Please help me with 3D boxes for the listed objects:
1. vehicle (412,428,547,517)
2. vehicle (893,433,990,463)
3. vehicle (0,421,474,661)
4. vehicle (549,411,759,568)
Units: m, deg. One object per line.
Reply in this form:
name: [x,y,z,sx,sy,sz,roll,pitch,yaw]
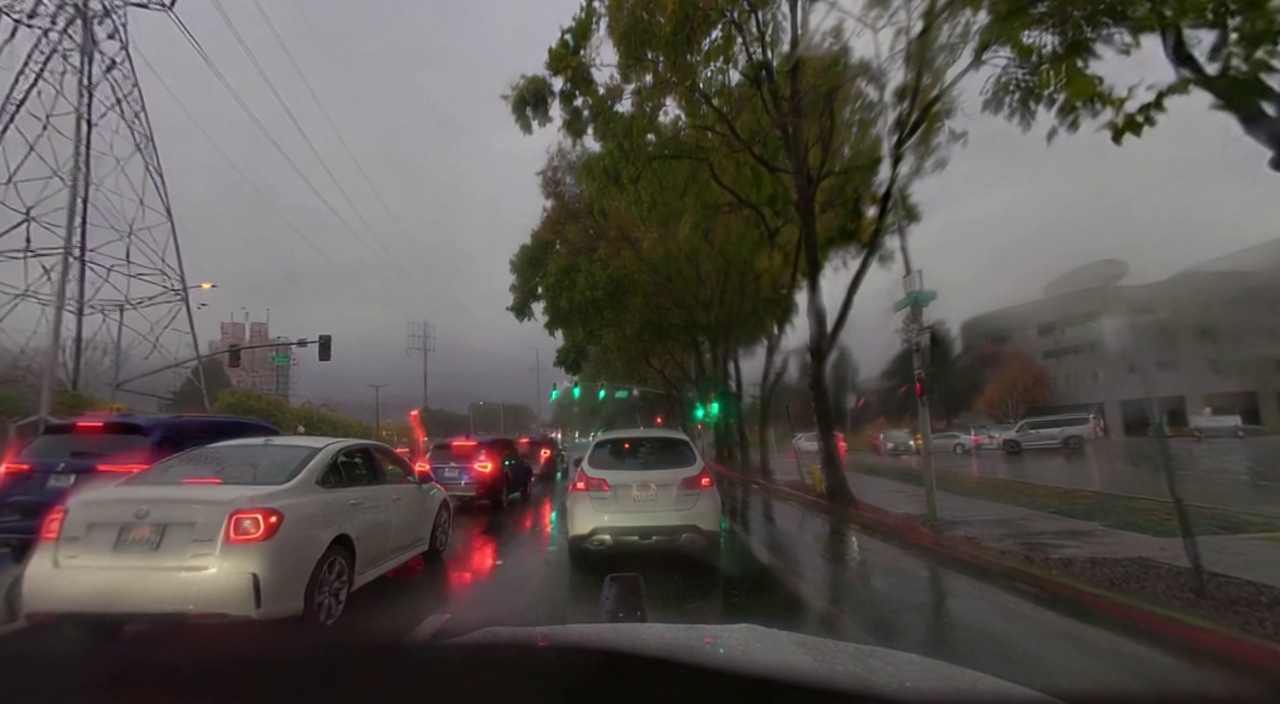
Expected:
vehicle: [-3.257,2.525,13.687,1.997,1.636,3.760,0,-8,-1]
vehicle: [15.087,4.812,31.716,3.858,1.437,1.899,0,-8,-4]
vehicle: [-3.176,1.502,6.218,1.973,1.469,4.448,0,-8,-2]
vehicle: [0.082,1.782,8.960,2.239,1.661,4.224,0,-8,-2]
